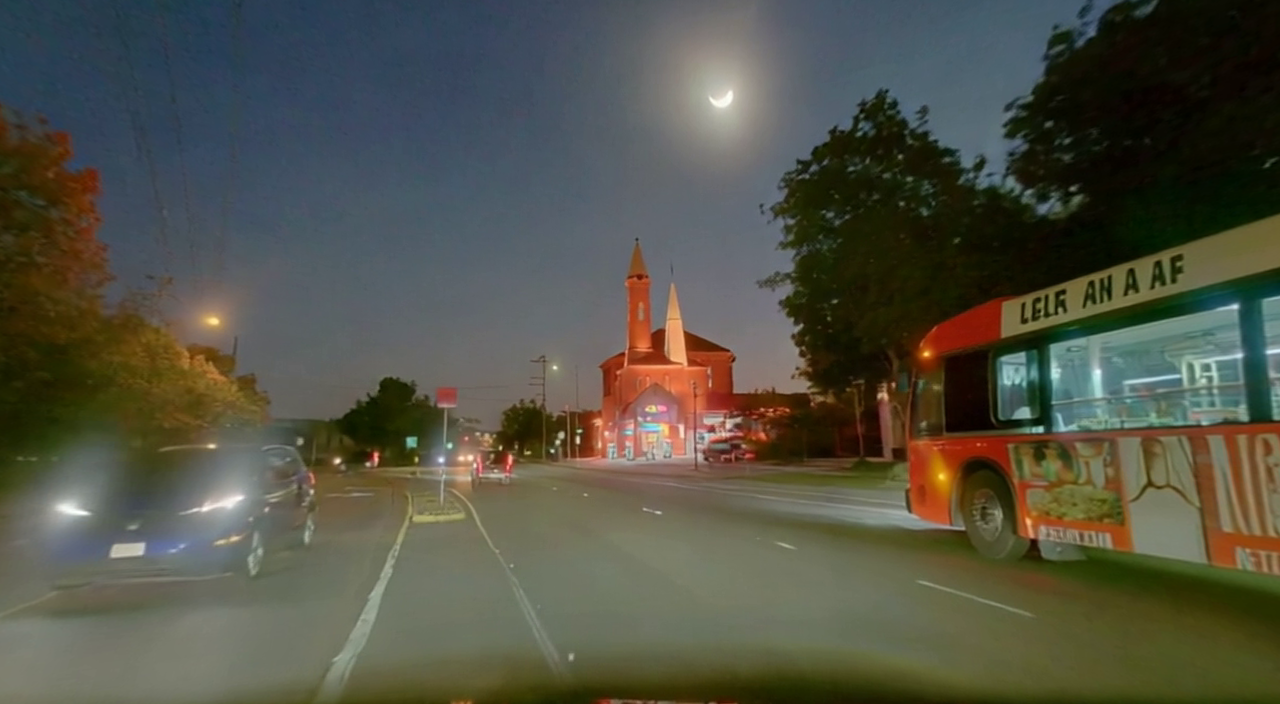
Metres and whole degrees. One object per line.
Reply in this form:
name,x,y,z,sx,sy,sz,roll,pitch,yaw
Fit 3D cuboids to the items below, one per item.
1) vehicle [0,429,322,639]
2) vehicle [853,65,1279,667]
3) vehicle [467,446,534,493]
vehicle,-5.164,1.765,7.173,2.060,1.624,4.179,2,-9,-18
vehicle,5.187,-0.050,2.878,3.028,3.353,12.630,0,-9,-5
vehicle,-5.552,4.550,24.777,2.032,1.621,4.082,2,-9,-20
